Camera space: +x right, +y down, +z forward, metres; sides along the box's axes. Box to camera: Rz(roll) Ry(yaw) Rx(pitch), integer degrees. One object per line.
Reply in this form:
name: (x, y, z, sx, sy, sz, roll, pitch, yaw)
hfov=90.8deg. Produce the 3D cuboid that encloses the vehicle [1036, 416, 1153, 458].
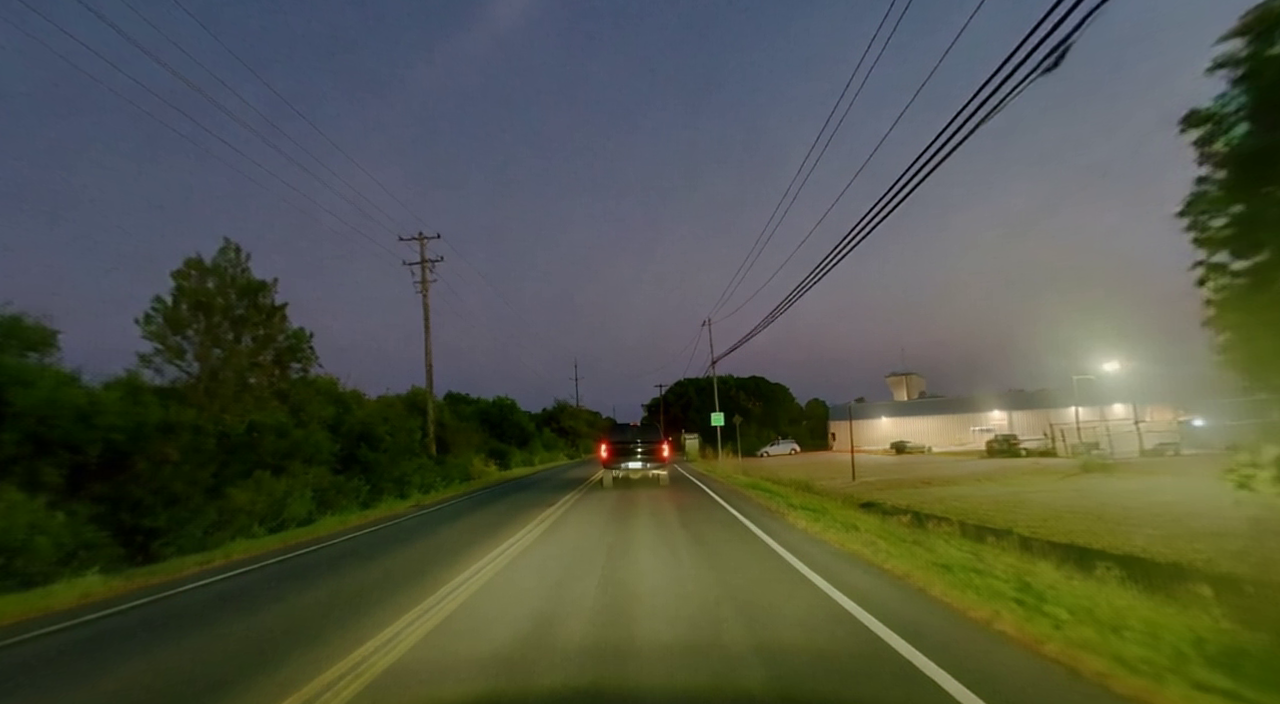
vehicle: (33.692, 6.372, 47.142, 2.581, 2.932, 6.340, 4, -9, -27)

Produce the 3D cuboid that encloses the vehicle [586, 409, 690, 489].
vehicle: (-0.105, 3.383, 22.184, 3.021, 2.326, 7.410, 0, -9, -1)
